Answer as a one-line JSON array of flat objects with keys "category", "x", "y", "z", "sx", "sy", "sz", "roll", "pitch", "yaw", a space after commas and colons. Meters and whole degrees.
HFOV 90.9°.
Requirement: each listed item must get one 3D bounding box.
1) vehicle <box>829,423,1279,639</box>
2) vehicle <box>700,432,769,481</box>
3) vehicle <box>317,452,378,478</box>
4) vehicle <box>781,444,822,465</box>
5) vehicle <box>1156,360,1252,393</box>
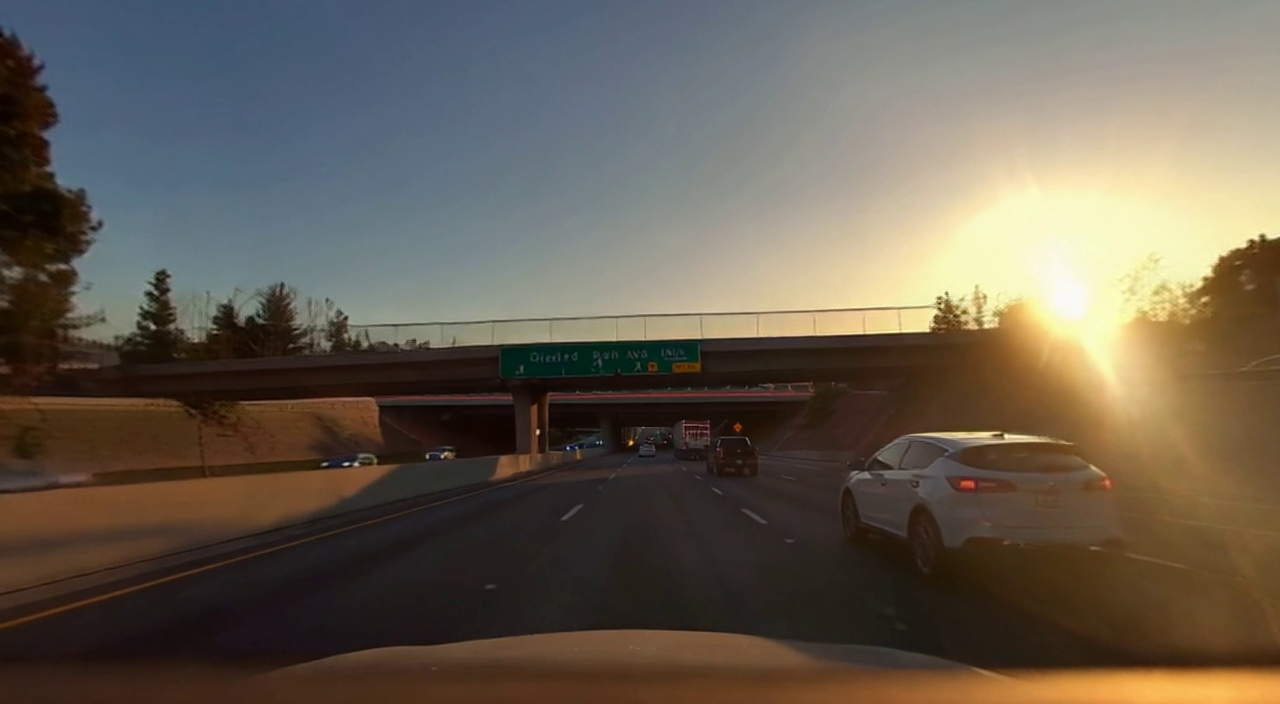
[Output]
[{"category": "vehicle", "x": 3.632, "y": 1.567, "z": 6.659, "sx": 1.902, "sy": 1.481, "sz": 4.451, "roll": 0, "pitch": -8, "yaw": 0}, {"category": "vehicle", "x": 3.851, "y": 4.344, "z": 26.534, "sx": 2.086, "sy": 1.858, "sz": 4.737, "roll": 0, "pitch": -8, "yaw": -1}, {"category": "vehicle", "x": -19.261, "y": 7.434, "z": 41.724, "sx": 1.894, "sy": 1.499, "sz": 4.357, "roll": 0, "pitch": -8, "yaw": 0}, {"category": "vehicle", "x": 11.697, "y": 7.446, "z": 45.943, "sx": 1.926, "sy": 1.451, "sz": 3.936, "roll": 0, "pitch": -8, "yaw": -1}, {"category": "vehicle", "x": 37.247, "y": 1.674, "z": 41.848, "sx": 2.024, "sy": 1.757, "sz": 4.696, "roll": 0, "pitch": -8, "yaw": 0}]
